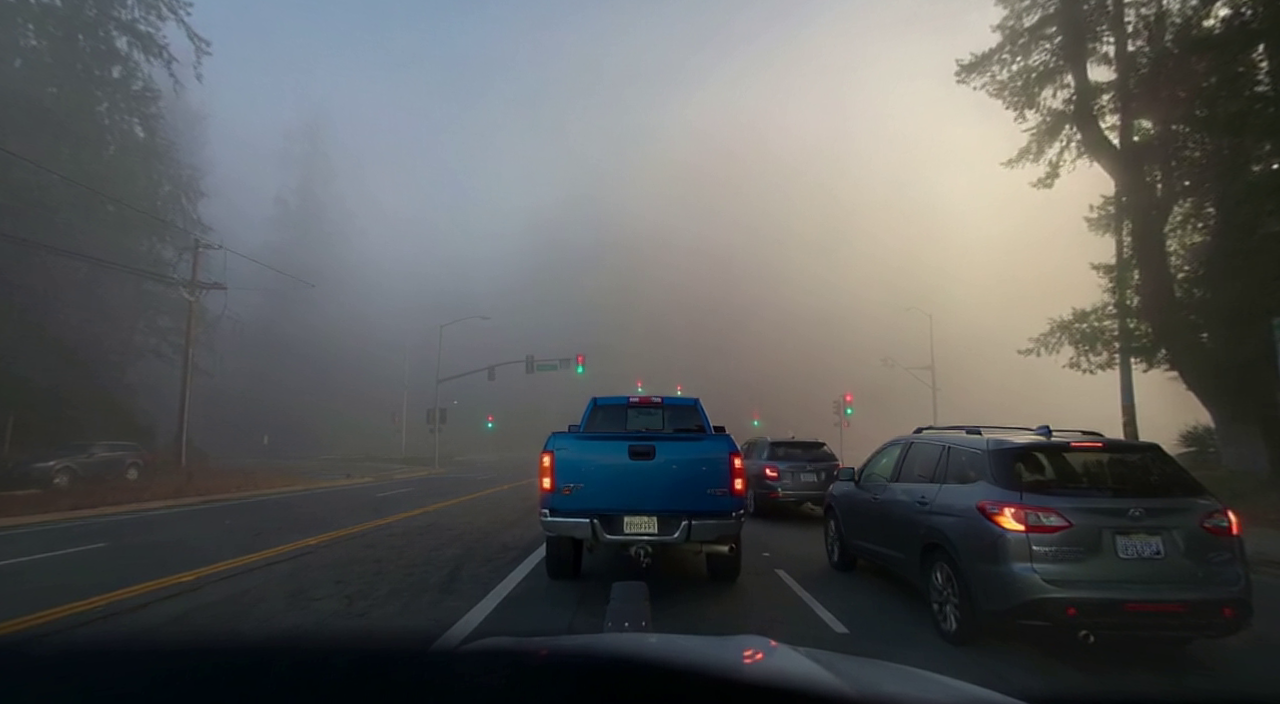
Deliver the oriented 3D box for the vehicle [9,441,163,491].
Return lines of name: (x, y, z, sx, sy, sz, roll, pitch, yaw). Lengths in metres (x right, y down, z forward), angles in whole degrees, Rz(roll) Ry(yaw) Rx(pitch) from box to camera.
vehicle: (-21.758, 4.463, 25.066, 2.062, 1.764, 4.508, 0, -8, -2)

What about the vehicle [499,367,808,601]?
vehicle: (0.127, 1.529, 8.206, 2.636, 2.011, 5.425, 0, -8, 0)

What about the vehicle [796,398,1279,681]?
vehicle: (3.326, 1.492, 6.387, 2.155, 1.667, 5.162, 0, -8, 0)
